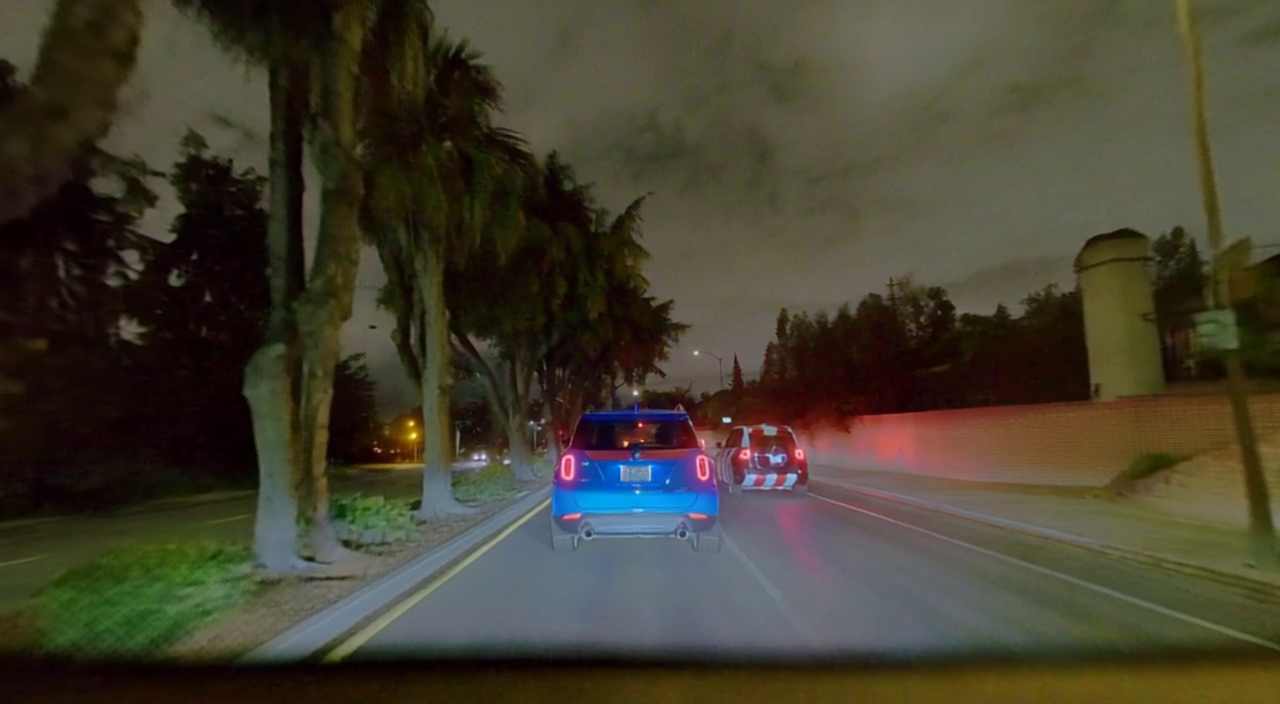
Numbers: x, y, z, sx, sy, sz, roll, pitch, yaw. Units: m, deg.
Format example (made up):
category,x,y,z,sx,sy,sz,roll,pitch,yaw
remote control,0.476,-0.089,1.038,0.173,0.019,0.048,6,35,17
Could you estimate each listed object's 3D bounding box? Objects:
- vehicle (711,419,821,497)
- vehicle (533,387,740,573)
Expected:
category,x,y,z,sx,sy,sz,roll,pitch,yaw
vehicle,3.056,2.690,16.255,1.840,1.709,4.202,0,-8,-2
vehicle,-0.083,1.468,7.732,1.984,1.777,3.148,0,-8,-2
